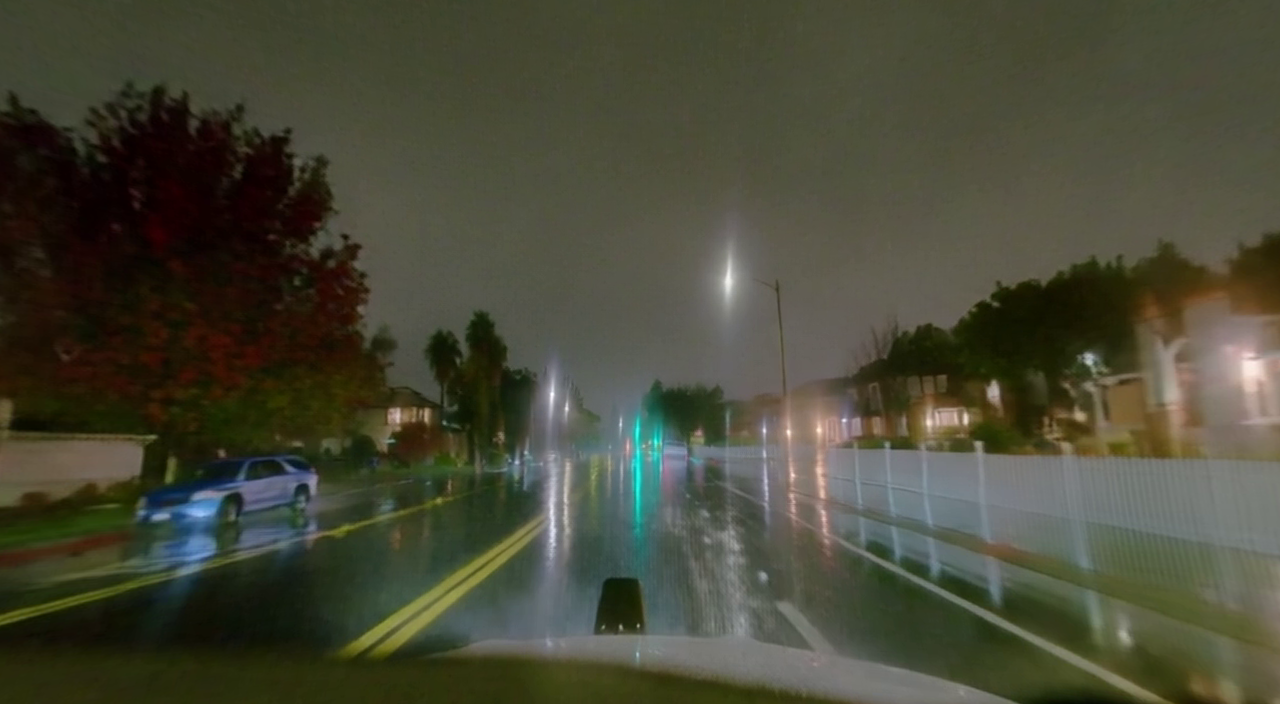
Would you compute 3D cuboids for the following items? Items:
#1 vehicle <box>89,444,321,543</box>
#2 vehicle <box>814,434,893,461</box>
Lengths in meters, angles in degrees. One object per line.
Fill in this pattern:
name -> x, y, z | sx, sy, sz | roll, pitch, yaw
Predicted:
vehicle -> -11.130, 3.566, 16.940 | 2.241, 1.944, 5.709 | -4, -8, 0
vehicle -> 14.345, 6.463, 42.739 | 4.635, 1.706, 1.954 | 0, -9, 2
